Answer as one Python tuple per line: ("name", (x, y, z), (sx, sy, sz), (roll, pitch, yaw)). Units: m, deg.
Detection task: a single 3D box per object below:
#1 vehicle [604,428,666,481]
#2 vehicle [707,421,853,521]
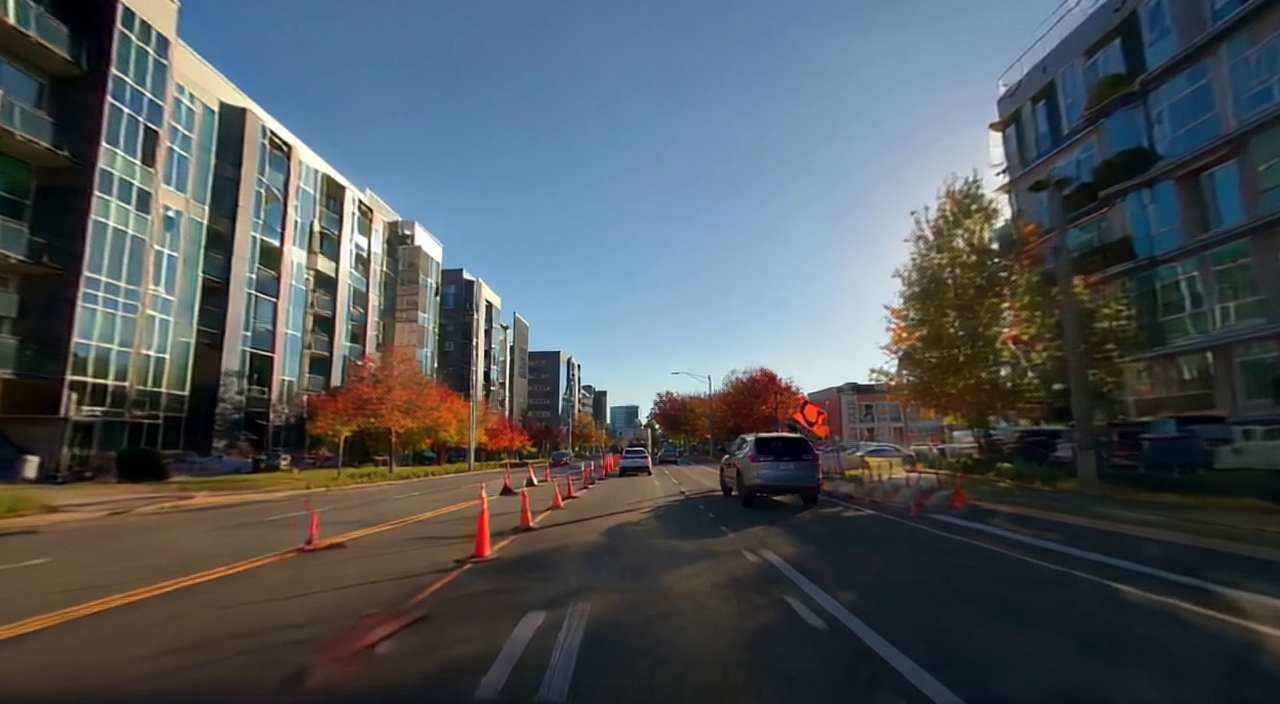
("vehicle", (-0.208, 5.037, 31.098), (2.762, 2.309, 6.723), (0, -9, 0))
("vehicle", (2.883, 2.623, 14.453), (2.120, 1.828, 5.531), (0, -9, 0))
